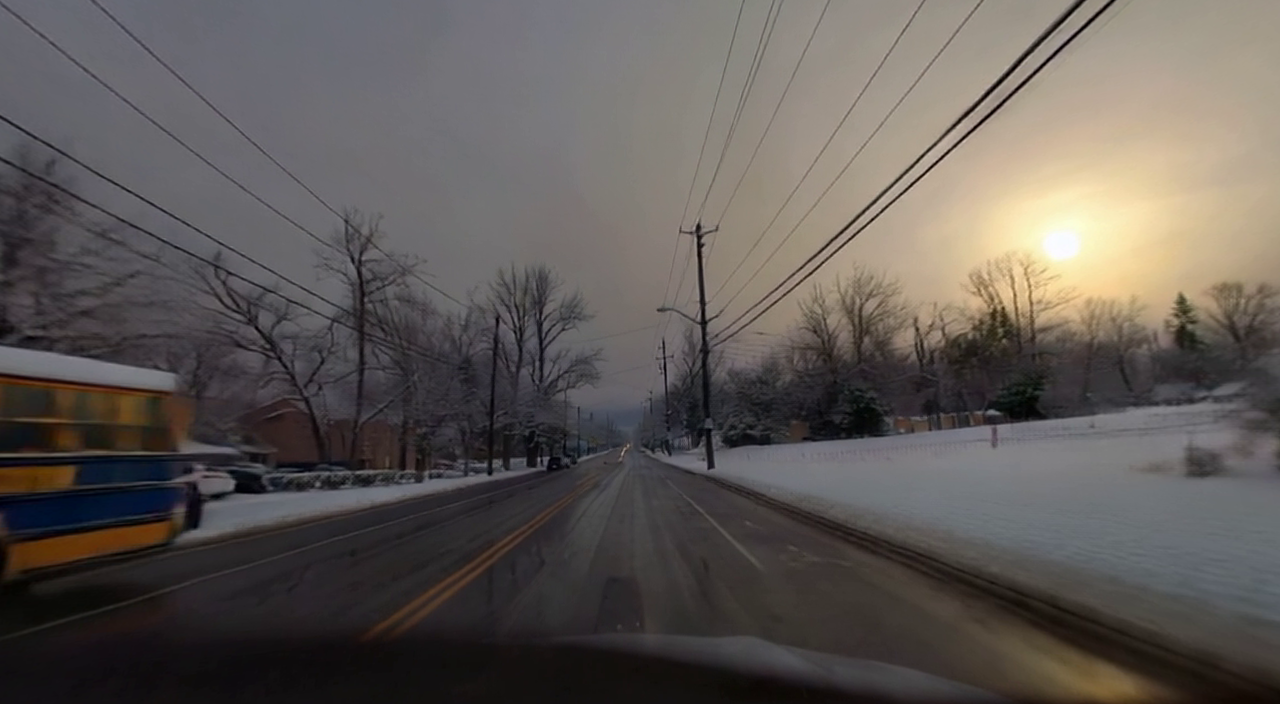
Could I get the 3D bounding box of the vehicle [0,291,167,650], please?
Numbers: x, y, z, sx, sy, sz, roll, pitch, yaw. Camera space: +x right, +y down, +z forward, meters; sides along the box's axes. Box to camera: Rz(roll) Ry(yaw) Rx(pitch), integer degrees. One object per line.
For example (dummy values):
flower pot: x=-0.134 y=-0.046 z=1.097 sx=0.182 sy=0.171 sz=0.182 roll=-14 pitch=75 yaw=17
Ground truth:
vehicle: x=-6.662 y=0.652 z=3.190 sx=2.835 sy=2.876 sz=7.091 roll=0 pitch=-9 yaw=1

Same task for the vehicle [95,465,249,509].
vehicle: x=-16.919 y=4.868 z=22.955 sx=4.234 sy=1.436 sz=1.935 roll=-2 pitch=-9 yaw=8
